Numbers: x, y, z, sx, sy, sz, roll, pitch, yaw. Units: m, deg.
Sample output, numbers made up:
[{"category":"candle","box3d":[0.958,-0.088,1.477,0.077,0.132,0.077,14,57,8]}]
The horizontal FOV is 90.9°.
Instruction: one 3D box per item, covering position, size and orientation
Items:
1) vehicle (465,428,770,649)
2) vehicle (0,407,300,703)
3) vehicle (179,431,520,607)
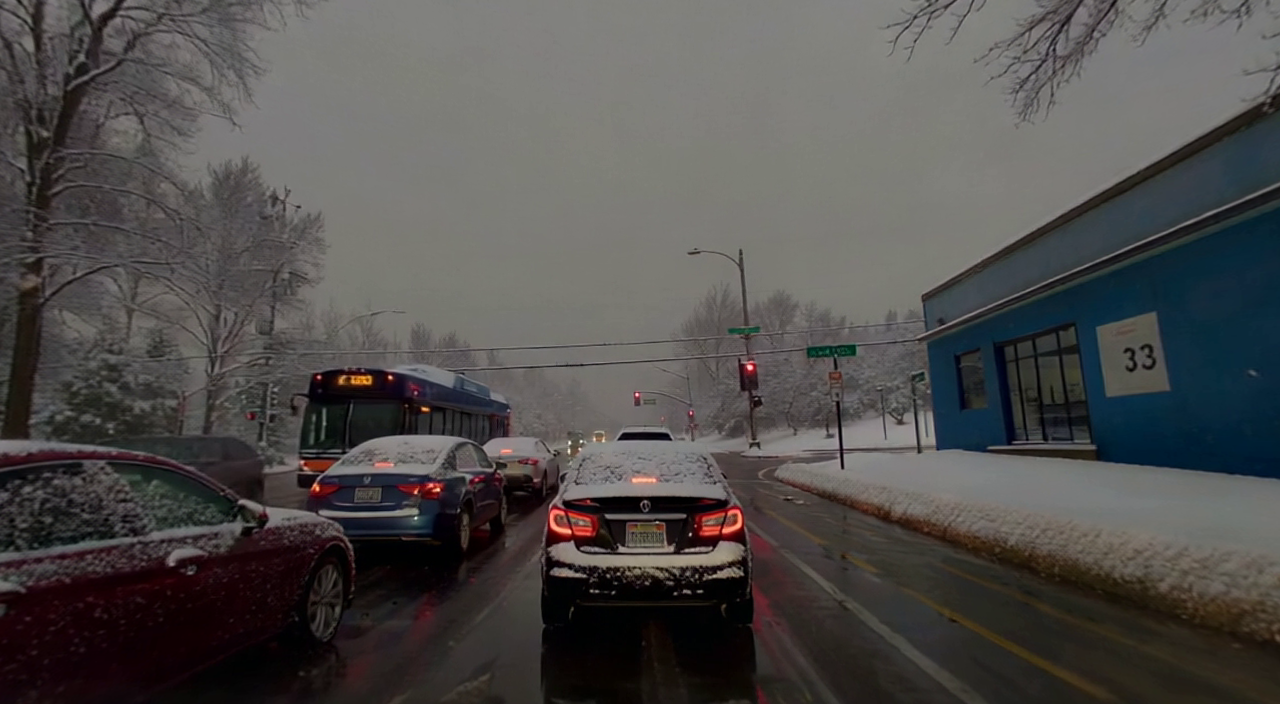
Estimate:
[{"category":"vehicle","box3d":[-0.138,1.526,6.167,2.031,1.461,3.763,0,-8,0]},{"category":"vehicle","box3d":[-3.164,0.870,1.702,1.867,1.486,4.452,0,-8,2]},{"category":"vehicle","box3d":[-2.912,1.752,7.634,1.944,1.481,4.385,0,-8,1]}]
